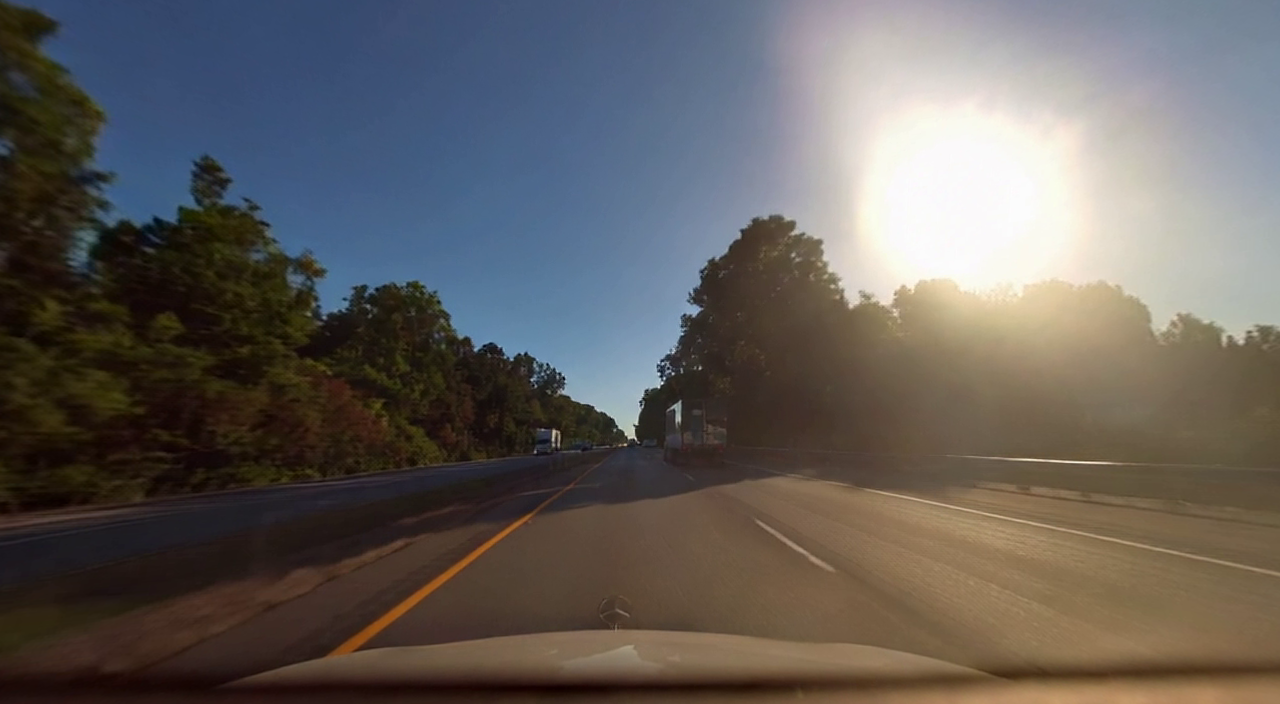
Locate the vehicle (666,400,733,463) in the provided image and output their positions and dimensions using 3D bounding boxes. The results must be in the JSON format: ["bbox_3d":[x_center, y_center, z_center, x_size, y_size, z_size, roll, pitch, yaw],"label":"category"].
[{"bbox_3d":[4.158,6.156,48.191,3.223,4.082,14.353,0,-8,-2],"label":"vehicle"}]
